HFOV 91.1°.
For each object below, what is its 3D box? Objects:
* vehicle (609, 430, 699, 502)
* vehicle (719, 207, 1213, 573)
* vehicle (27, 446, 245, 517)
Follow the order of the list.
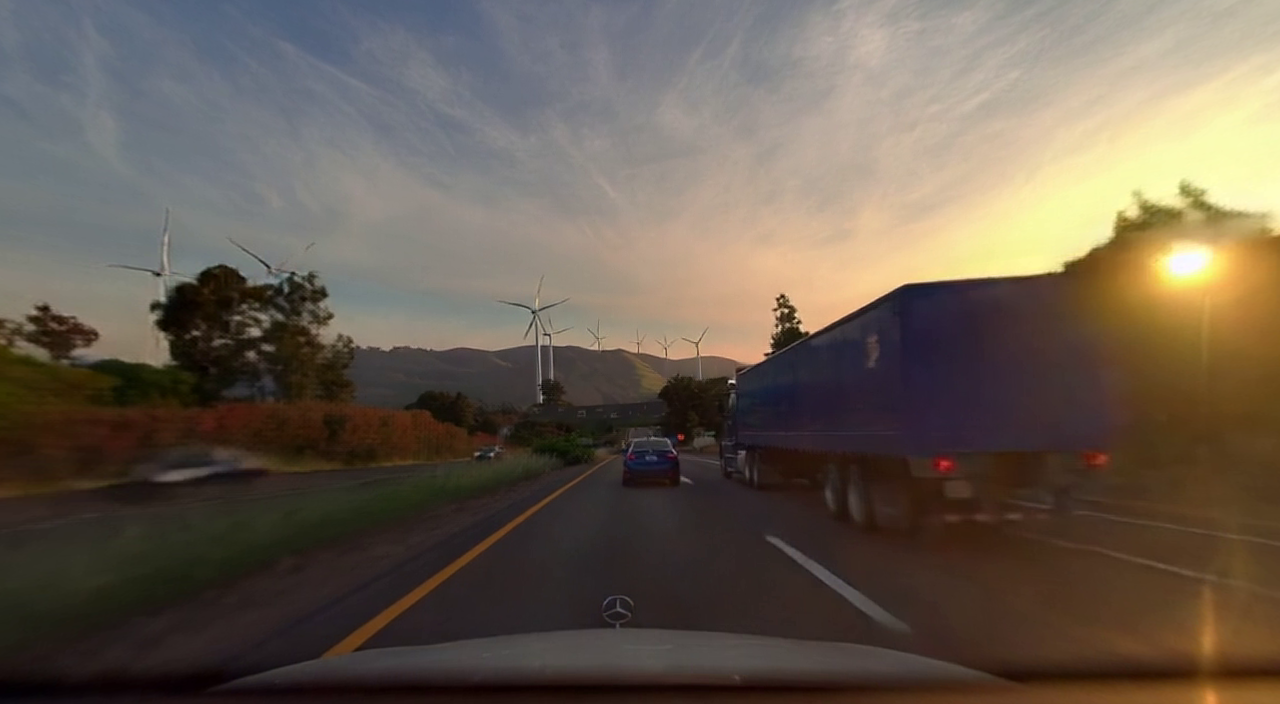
[{"bbox_3d":[0.298,2.891,16.524,2.038,1.624,4.312,0,-8,0],"label":"vehicle"},{"bbox_3d":[4.534,1.331,14.508,3.129,4.126,14.913,0,-8,-1],"label":"vehicle"},{"bbox_3d":[-12.653,3.211,16.278,1.889,1.480,4.553,0,-8,0],"label":"vehicle"}]
